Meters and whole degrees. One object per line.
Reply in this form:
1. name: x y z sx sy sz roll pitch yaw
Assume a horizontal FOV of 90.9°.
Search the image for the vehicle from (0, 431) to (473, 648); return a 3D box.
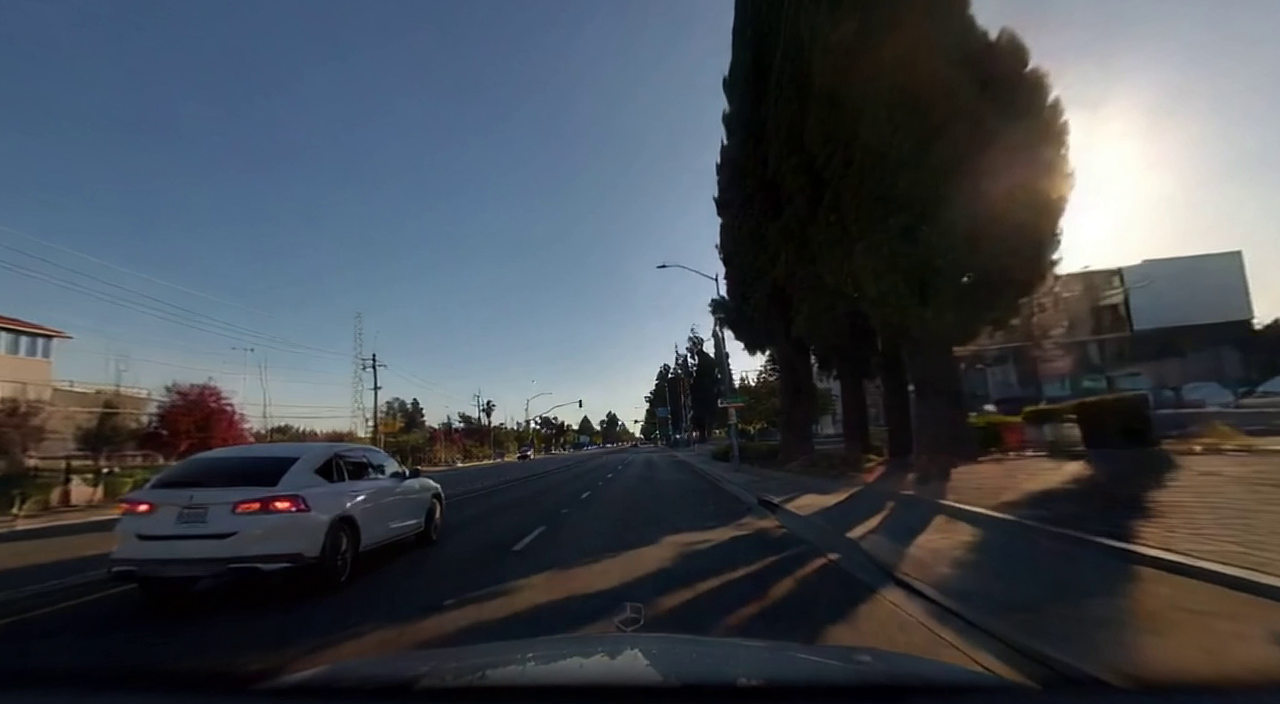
1. vehicle: -3.459 1.648 6.766 1.972 1.490 4.591 0 -8 2
